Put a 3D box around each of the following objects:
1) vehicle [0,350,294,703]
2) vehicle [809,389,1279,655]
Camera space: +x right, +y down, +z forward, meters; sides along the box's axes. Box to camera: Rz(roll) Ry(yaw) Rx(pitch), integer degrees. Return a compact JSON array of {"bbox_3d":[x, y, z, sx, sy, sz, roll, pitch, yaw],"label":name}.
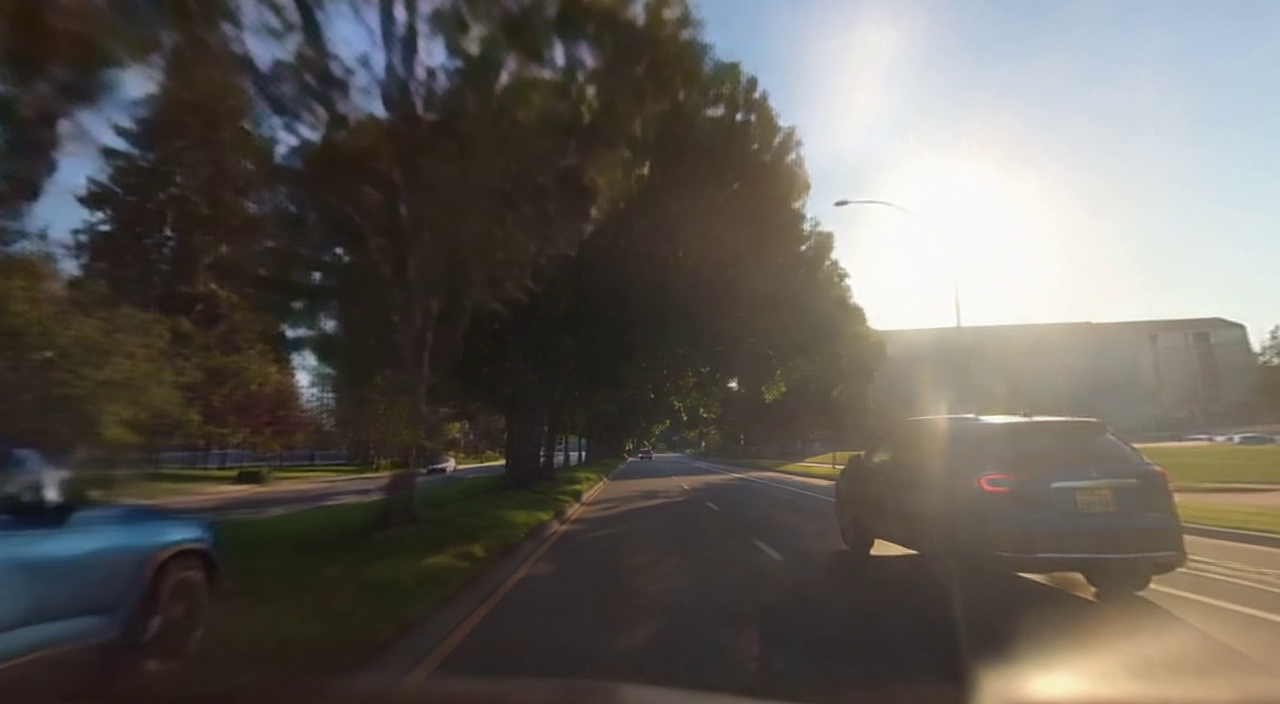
[{"bbox_3d":[-3.448,0.782,2.154,2.025,1.635,4.293,0,-8,0],"label":"vehicle"},{"bbox_3d":[3.585,1.498,6.759,2.087,1.759,5.040,0,-8,0],"label":"vehicle"}]
